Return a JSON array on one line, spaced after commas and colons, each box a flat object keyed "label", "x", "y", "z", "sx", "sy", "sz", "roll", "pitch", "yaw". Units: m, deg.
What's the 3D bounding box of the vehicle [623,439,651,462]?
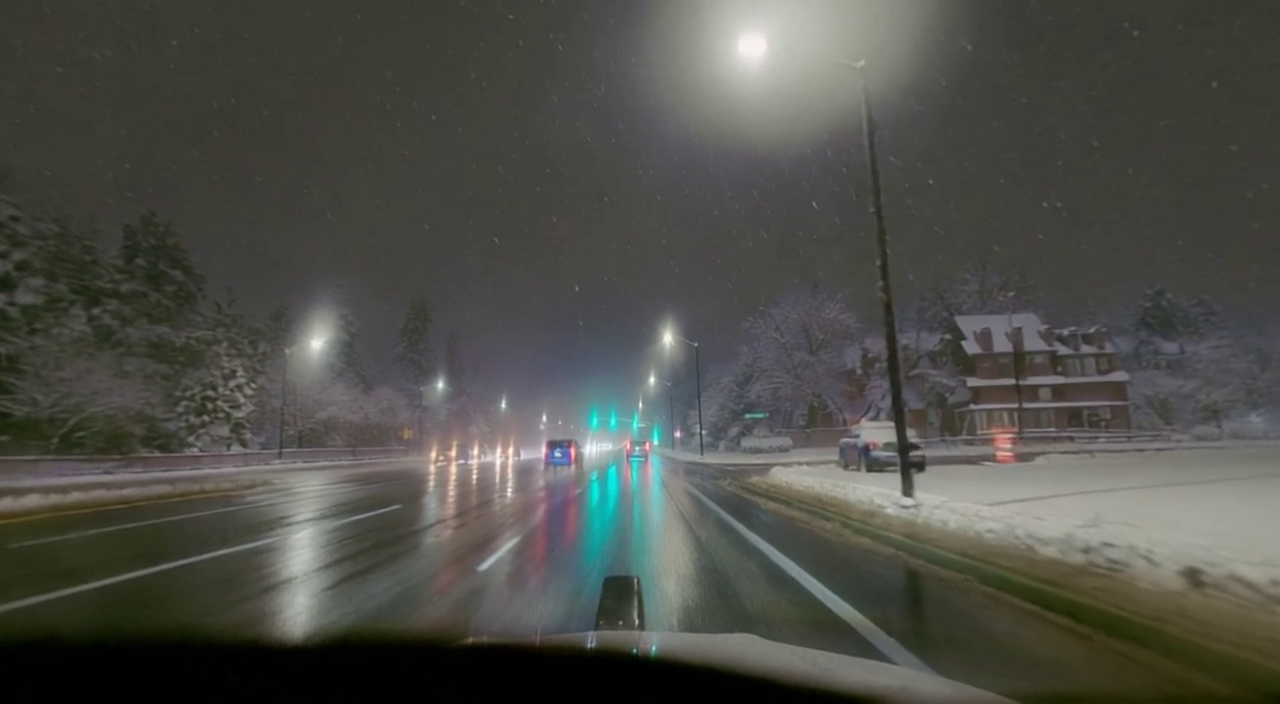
[{"label": "vehicle", "x": -0.263, "y": 7.706, "z": 49.501, "sx": 2.135, "sy": 1.711, "sz": 4.124, "roll": 0, "pitch": -8, "yaw": 0}]

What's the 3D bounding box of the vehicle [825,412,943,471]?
[{"label": "vehicle", "x": 9.097, "y": 3.449, "z": 24.213, "sx": 2.352, "sy": 1.991, "sz": 5.862, "roll": 0, "pitch": -8, "yaw": 2}]

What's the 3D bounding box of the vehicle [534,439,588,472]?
[{"label": "vehicle", "x": -4.203, "y": 5.595, "z": 34.345, "sx": 2.198, "sy": 1.663, "sz": 4.519, "roll": -1, "pitch": -8, "yaw": 2}]

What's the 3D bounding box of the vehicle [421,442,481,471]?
[{"label": "vehicle", "x": -10.671, "y": 5.939, "z": 35.999, "sx": 2.009, "sy": 1.541, "sz": 4.753, "roll": 0, "pitch": -8, "yaw": -1}]
